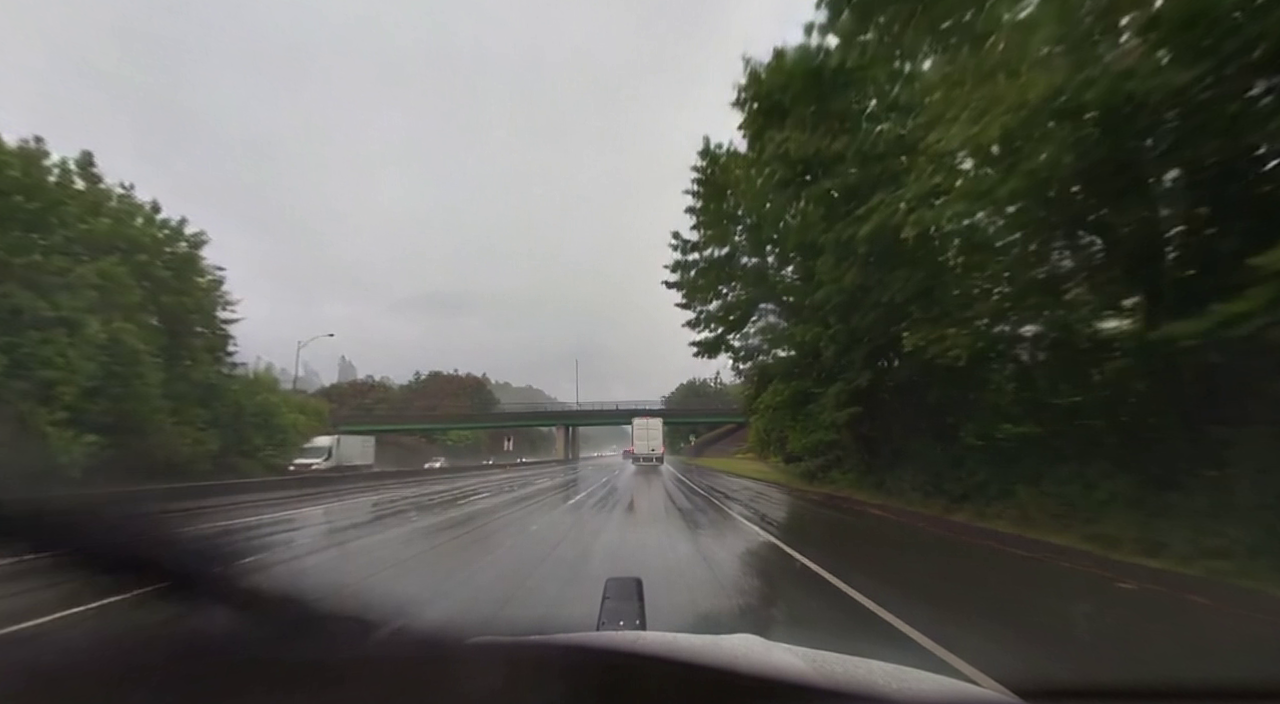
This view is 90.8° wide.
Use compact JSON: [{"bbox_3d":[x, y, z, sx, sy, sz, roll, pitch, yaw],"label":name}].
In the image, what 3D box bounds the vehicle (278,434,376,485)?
[{"bbox_3d":[-24.296,8.407,49.636,2.844,3.634,9.043,0,-9,1],"label":"vehicle"}]
